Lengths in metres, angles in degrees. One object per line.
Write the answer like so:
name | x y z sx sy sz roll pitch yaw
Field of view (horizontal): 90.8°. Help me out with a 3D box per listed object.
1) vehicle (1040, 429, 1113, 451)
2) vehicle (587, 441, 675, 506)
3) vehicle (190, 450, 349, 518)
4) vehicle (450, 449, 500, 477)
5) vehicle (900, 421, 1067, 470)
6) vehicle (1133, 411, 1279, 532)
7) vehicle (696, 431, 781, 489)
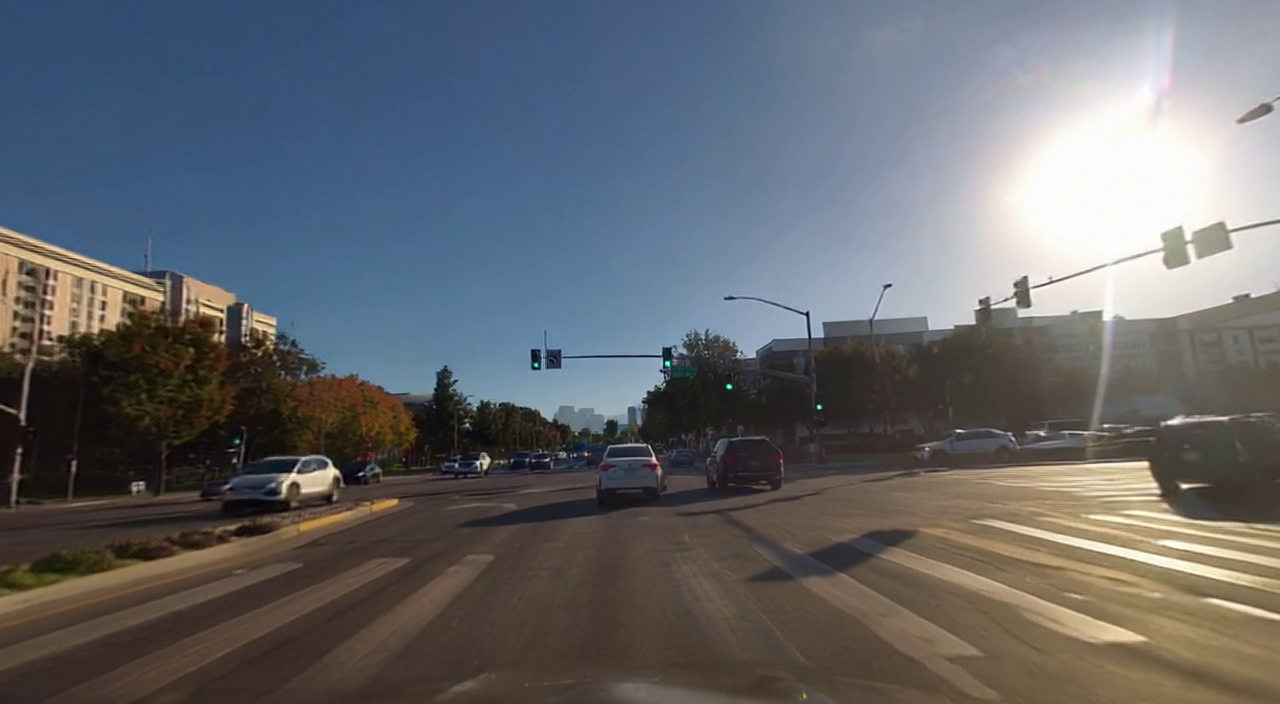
vehicle | 31.015 6.294 45.030 2.032 1.458 4.204 0 -8 -3
vehicle | -0.254 3.126 16.761 2.034 1.500 3.966 0 -8 -1
vehicle | -11.270 4.005 19.733 2.078 1.795 4.636 0 -8 1
vehicle | -11.044 7.455 42.670 2.102 1.758 4.532 0 -8 1
vehicle | 15.155 4.187 28.361 6.013 2.030 2.461 -2 -9 12
vehicle | 10.464 2.019 11.143 2.039 1.760 4.319 -5 -10 29
vehicle | 3.241 3.676 21.856 2.107 1.773 4.557 0 -8 -1
